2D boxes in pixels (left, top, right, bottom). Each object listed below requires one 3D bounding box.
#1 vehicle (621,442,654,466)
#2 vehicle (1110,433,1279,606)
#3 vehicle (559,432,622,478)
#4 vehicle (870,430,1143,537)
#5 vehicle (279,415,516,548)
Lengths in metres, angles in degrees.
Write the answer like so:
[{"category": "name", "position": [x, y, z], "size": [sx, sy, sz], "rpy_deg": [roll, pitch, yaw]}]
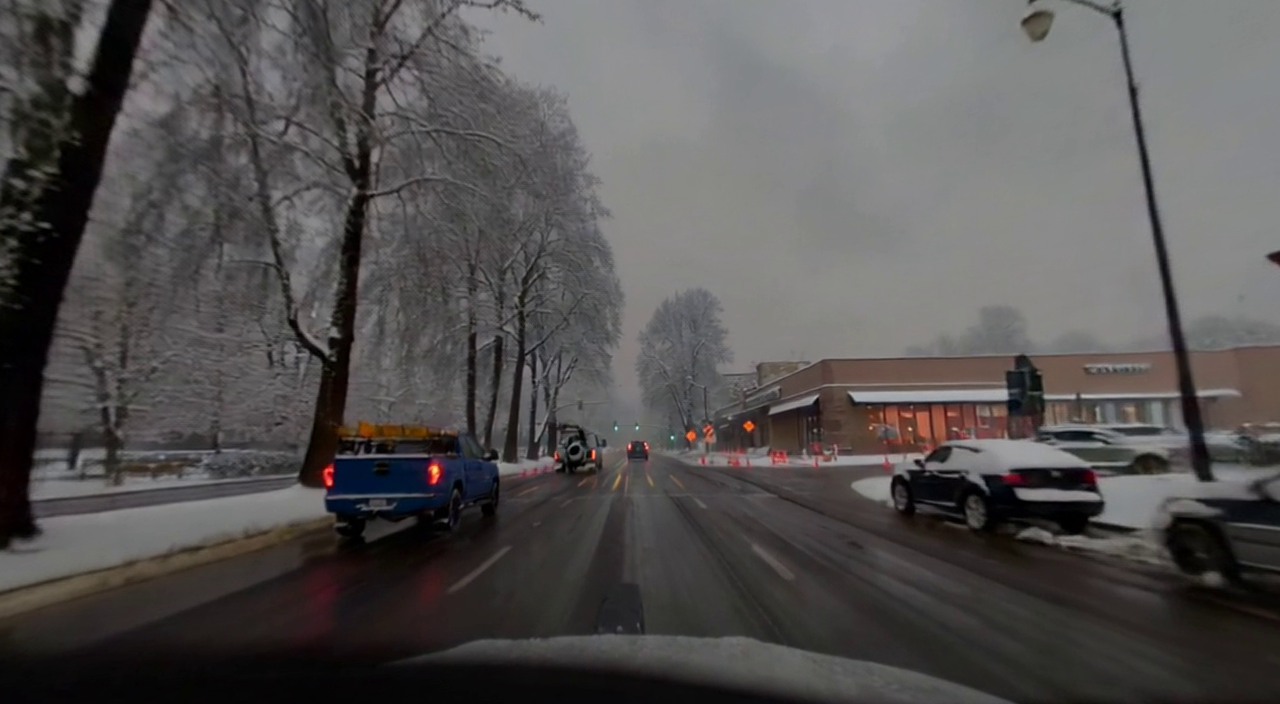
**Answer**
[{"category": "vehicle", "position": [-0.227, 7.866, 48.871], "size": [2.413, 1.748, 4.406], "rpy_deg": [0, -8, -1]}, {"category": "vehicle", "position": [6.695, 1.386, 4.963], "size": [2.012, 1.523, 5.204], "rpy_deg": [0, -9, 0]}, {"category": "vehicle", "position": [-2.322, 5.094, 31.546], "size": [2.424, 2.063, 5.678], "rpy_deg": [-1, -9, 3]}, {"category": "vehicle", "position": [6.652, 2.419, 12.367], "size": [2.126, 1.642, 4.888], "rpy_deg": [0, -9, -4]}, {"category": "vehicle", "position": [-3.719, 2.085, 10.823], "size": [2.327, 1.775, 4.430], "rpy_deg": [0, -9, -1]}]
